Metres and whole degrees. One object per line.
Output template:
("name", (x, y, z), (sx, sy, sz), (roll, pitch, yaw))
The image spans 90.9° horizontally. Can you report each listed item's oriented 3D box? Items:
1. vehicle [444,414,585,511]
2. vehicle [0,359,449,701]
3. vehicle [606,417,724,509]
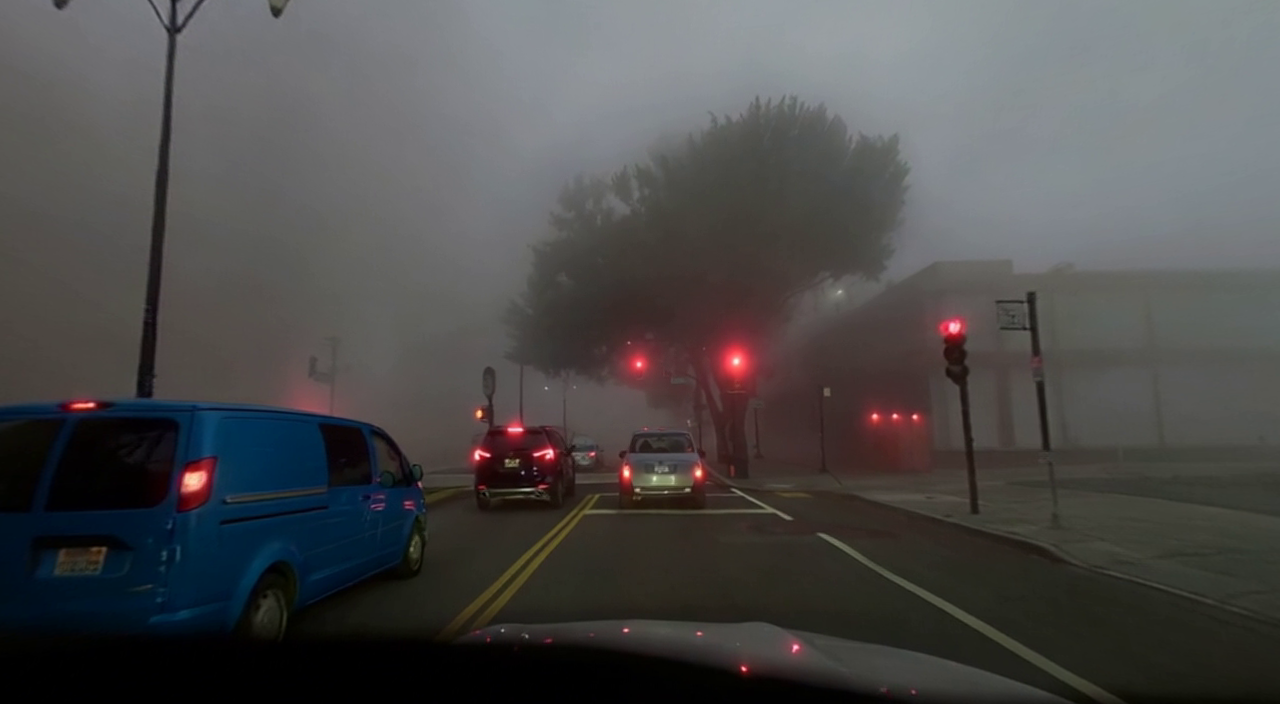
("vehicle", (-2.562, 2.407, 14.170), (2.124, 1.799, 4.587), (0, -8, 1))
("vehicle", (-3.132, 1.170, 5.164), (1.940, 1.722, 3.823), (0, -8, 0))
("vehicle", (0.499, 2.381, 13.870), (2.205, 1.727, 3.917), (0, -8, 1))
